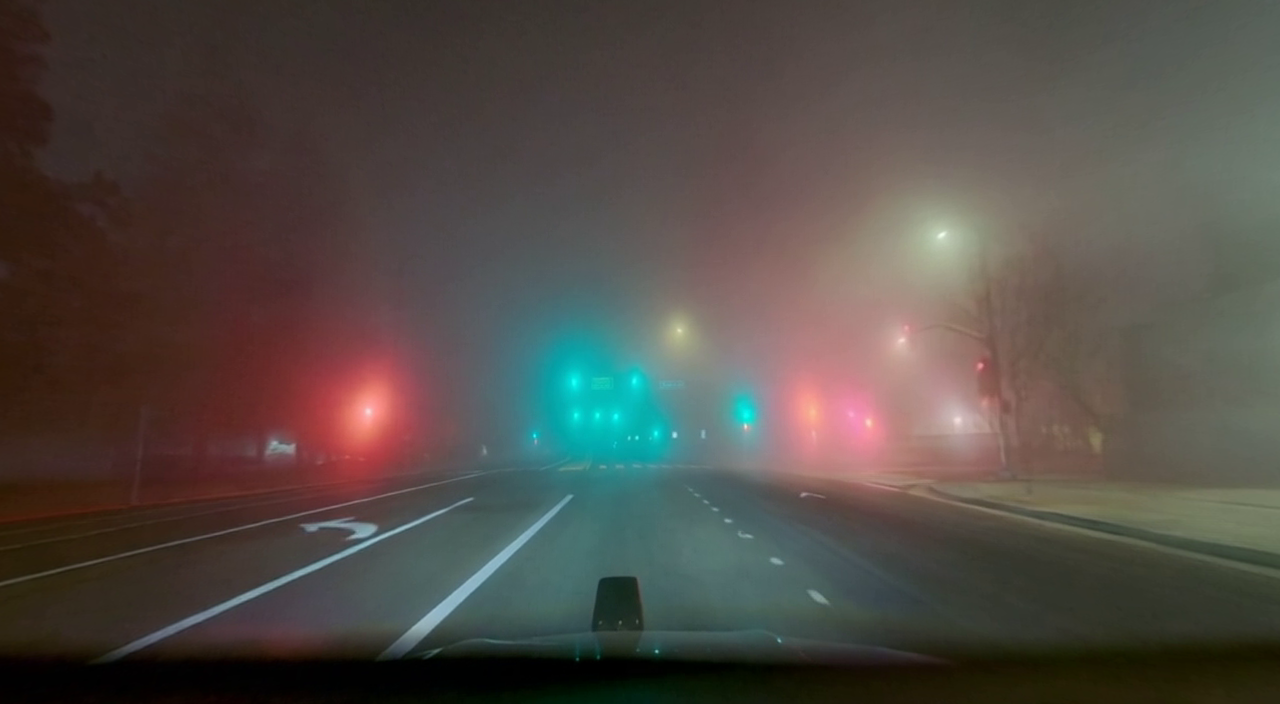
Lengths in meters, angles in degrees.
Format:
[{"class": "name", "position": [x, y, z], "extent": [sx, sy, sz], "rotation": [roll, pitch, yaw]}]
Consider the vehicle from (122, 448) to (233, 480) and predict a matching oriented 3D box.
[{"class": "vehicle", "position": [-26.254, 6.382, 36.042], "extent": [4.577, 1.584, 2.000], "rotation": [3, -7, -7]}]
